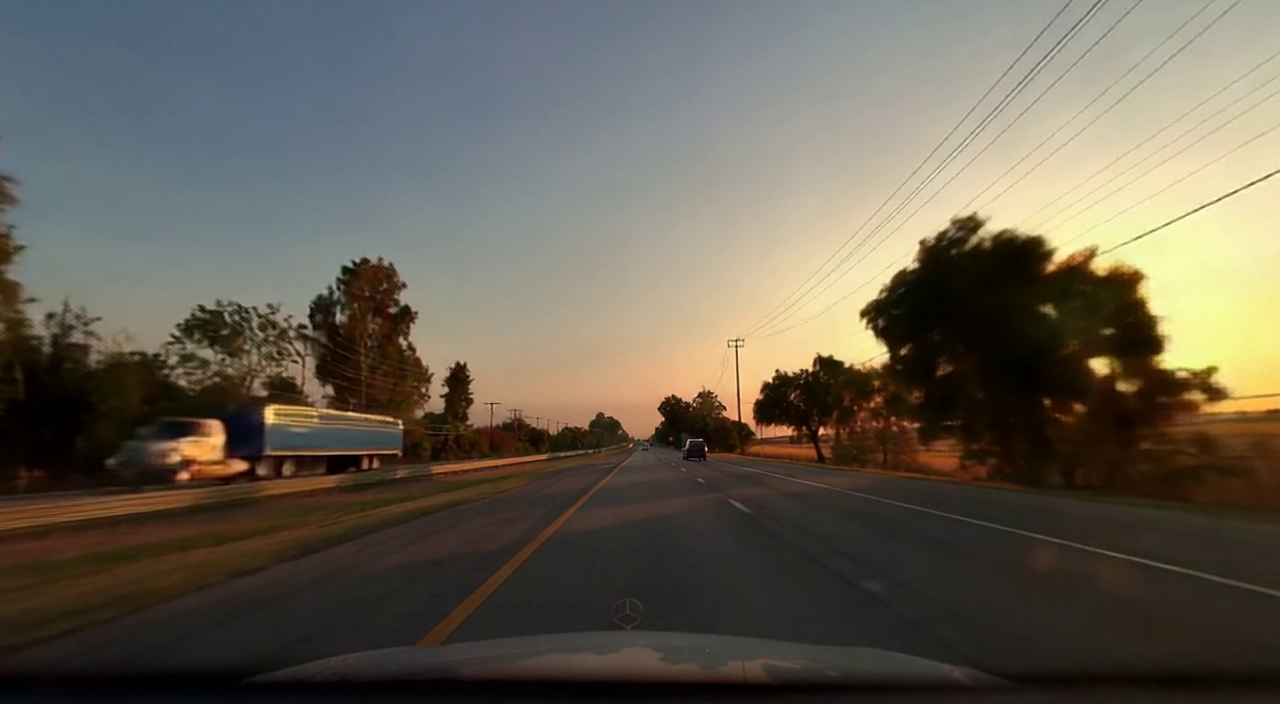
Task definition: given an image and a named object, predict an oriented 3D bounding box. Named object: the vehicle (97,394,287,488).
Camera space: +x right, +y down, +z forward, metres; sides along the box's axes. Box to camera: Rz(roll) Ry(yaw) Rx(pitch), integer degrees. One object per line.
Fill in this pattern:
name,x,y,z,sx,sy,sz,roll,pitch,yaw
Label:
vehicle,-21.600,4.434,31.193,3.064,3.969,8.359,0,-8,1
